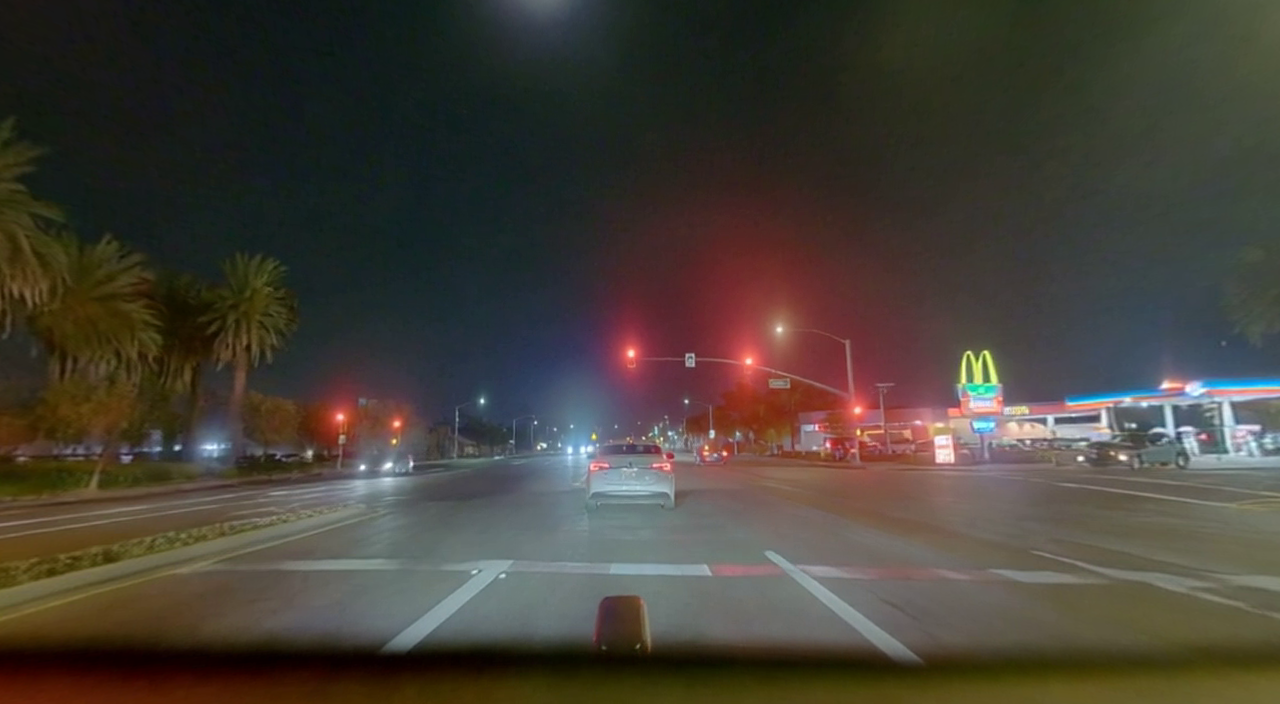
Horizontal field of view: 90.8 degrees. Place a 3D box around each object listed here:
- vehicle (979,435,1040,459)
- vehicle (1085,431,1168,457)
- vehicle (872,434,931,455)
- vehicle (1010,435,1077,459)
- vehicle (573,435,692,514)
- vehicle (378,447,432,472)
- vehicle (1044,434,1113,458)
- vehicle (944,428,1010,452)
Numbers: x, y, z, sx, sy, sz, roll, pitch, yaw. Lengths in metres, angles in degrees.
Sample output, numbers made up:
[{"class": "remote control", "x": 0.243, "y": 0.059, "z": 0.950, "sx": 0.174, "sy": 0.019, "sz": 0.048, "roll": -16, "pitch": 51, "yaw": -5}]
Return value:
[{"class": "vehicle", "x": 24.408, "y": 6.283, "z": 41.850, "sx": 1.738, "sy": 1.462, "sz": 3.609, "roll": 0, "pitch": -8, "yaw": -1}, {"class": "vehicle", "x": 31.930, "y": 6.076, "z": 41.643, "sx": 1.903, "sy": 1.630, "sz": 4.320, "roll": 0, "pitch": -8, "yaw": -2}, {"class": "vehicle", "x": 19.682, "y": 6.984, "z": 47.647, "sx": 3.833, "sy": 1.495, "sz": 1.892, "roll": -2, "pitch": -9, "yaw": 15}, {"class": "vehicle", "x": 26.471, "y": 6.231, "z": 41.610, "sx": 1.923, "sy": 1.501, "sz": 3.849, "roll": 0, "pitch": -8, "yaw": 2}, {"class": "vehicle", "x": -0.146, "y": 2.678, "z": 14.390, "sx": 2.270, "sy": 1.475, "sz": 4.571, "roll": 0, "pitch": -8, "yaw": 0}, {"class": "vehicle", "x": -15.478, "y": 7.102, "z": 41.868, "sx": 1.896, "sy": 1.508, "sz": 4.659, "roll": 0, "pitch": -8, "yaw": -1}, {"class": "vehicle", "x": 28.941, "y": 6.226, "z": 41.838, "sx": 1.848, "sy": 1.467, "sz": 3.941, "roll": -1, "pitch": -8, "yaw": 3}, {"class": "vehicle", "x": 24.716, "y": 6.487, "z": 46.417, "sx": 3.783, "sy": 1.560, "sz": 1.853, "roll": -4, "pitch": -10, "yaw": 13}]
